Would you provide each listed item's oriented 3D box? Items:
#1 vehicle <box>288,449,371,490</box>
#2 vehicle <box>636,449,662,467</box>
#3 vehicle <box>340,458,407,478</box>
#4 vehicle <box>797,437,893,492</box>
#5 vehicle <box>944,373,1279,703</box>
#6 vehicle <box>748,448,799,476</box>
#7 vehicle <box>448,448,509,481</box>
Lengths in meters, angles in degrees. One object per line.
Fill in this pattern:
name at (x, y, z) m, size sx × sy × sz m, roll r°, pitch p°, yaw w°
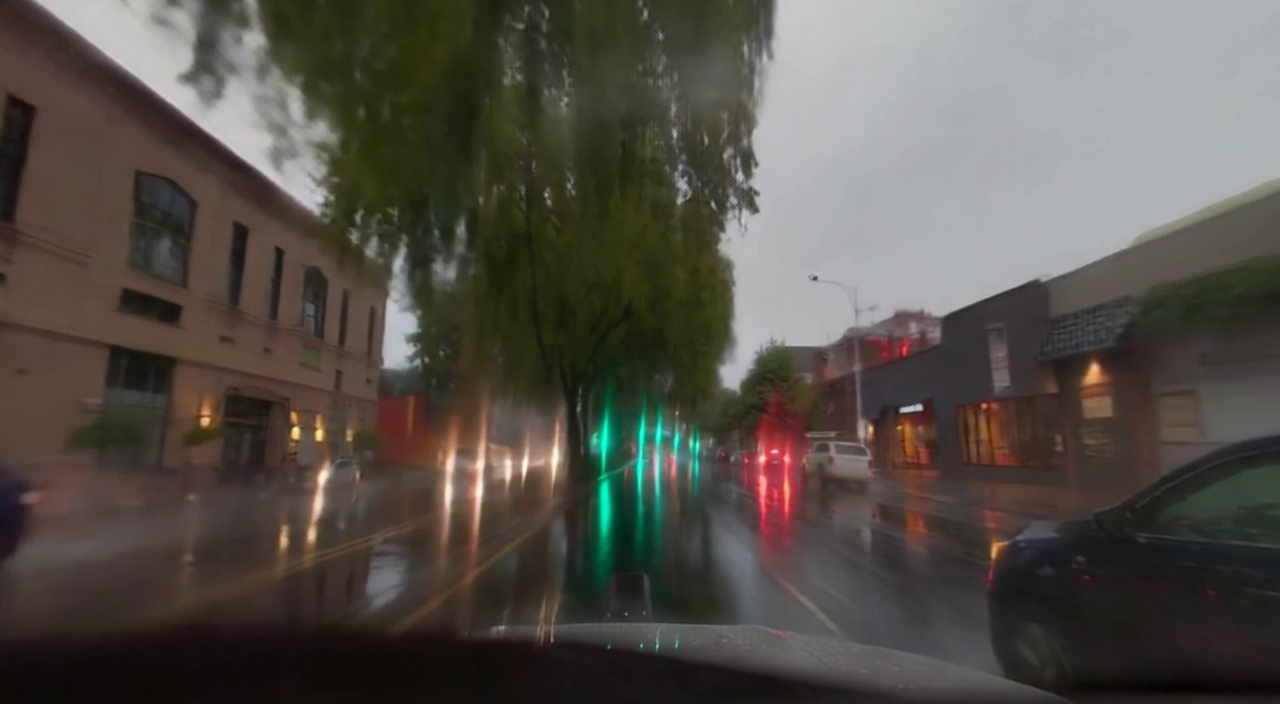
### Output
vehicle at (-15.877, 6.012, 32.554) m, size 1.972 × 1.898 × 4.556 m, roll 0°, pitch -9°, yaw 0°
vehicle at (0.667, 8.236, 49.245) m, size 1.945 × 1.343 × 3.827 m, roll 0°, pitch -9°, yaw 0°
vehicle at (-20.484, 8.904, 48.562) m, size 4.336 × 1.441 × 1.813 m, roll -1°, pitch -9°, yaw 5°
vehicle at (7.496, 4.136, 23.560) m, size 2.050 × 1.838 × 4.535 m, roll 0°, pitch -9°, yaw 0°
vehicle at (2.835, 0.804, 1.726) m, size 1.989 × 1.498 × 4.050 m, roll 0°, pitch -9°, yaw 0°
vehicle at (7.576, 6.268, 36.216) m, size 1.874 × 1.438 × 4.466 m, roll 0°, pitch -9°, yaw -1°
vehicle at (-8.240, 5.756, 32.533) m, size 1.904 × 1.537 × 4.618 m, roll 0°, pitch -9°, yaw 0°
